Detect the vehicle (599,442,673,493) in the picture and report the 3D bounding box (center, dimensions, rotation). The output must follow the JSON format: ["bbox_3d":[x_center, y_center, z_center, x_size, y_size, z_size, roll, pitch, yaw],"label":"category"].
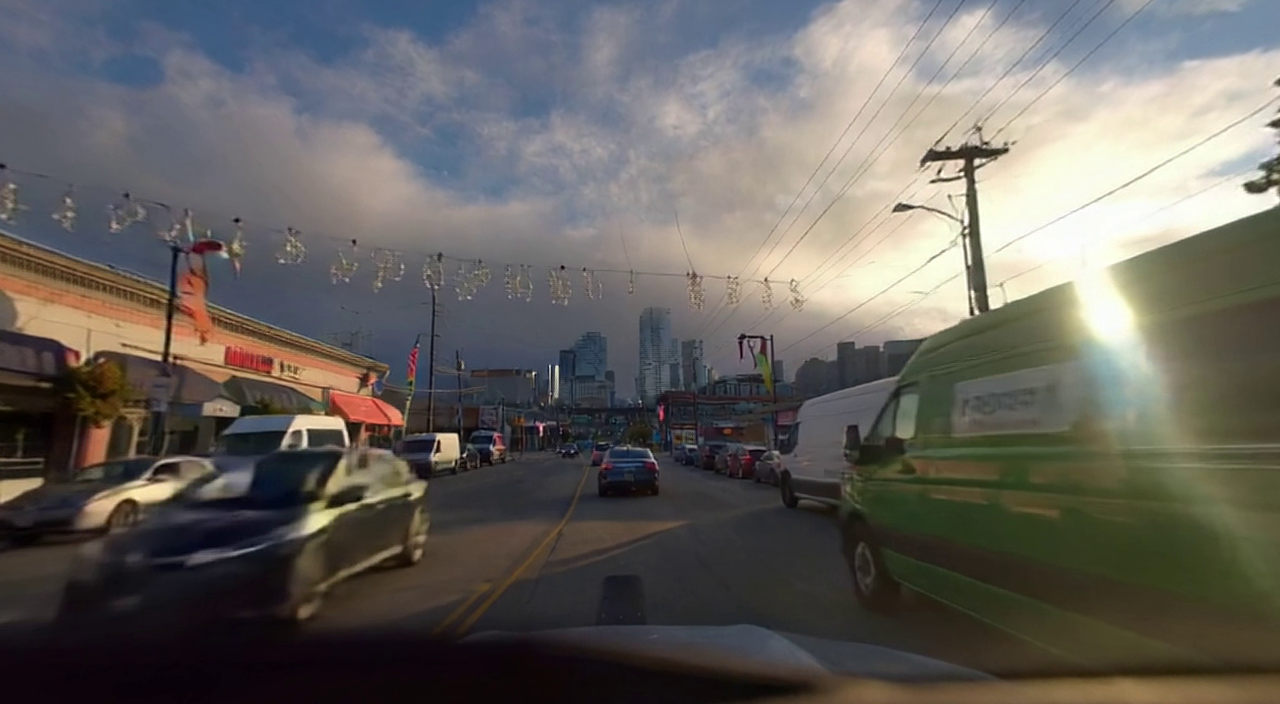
[{"bbox_3d":[-0.170,3.668,20.445,2.112,1.464,4.411,0,-8,-1],"label":"vehicle"}]

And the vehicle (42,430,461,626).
[{"bbox_3d":[-3.625,1.688,7.133,1.974,1.484,4.400,0,-9,-1],"label":"vehicle"}]

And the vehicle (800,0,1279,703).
[{"bbox_3d":[2.937,0.284,2.763,2.419,2.927,6.907,0,-8,-2],"label":"vehicle"}]
